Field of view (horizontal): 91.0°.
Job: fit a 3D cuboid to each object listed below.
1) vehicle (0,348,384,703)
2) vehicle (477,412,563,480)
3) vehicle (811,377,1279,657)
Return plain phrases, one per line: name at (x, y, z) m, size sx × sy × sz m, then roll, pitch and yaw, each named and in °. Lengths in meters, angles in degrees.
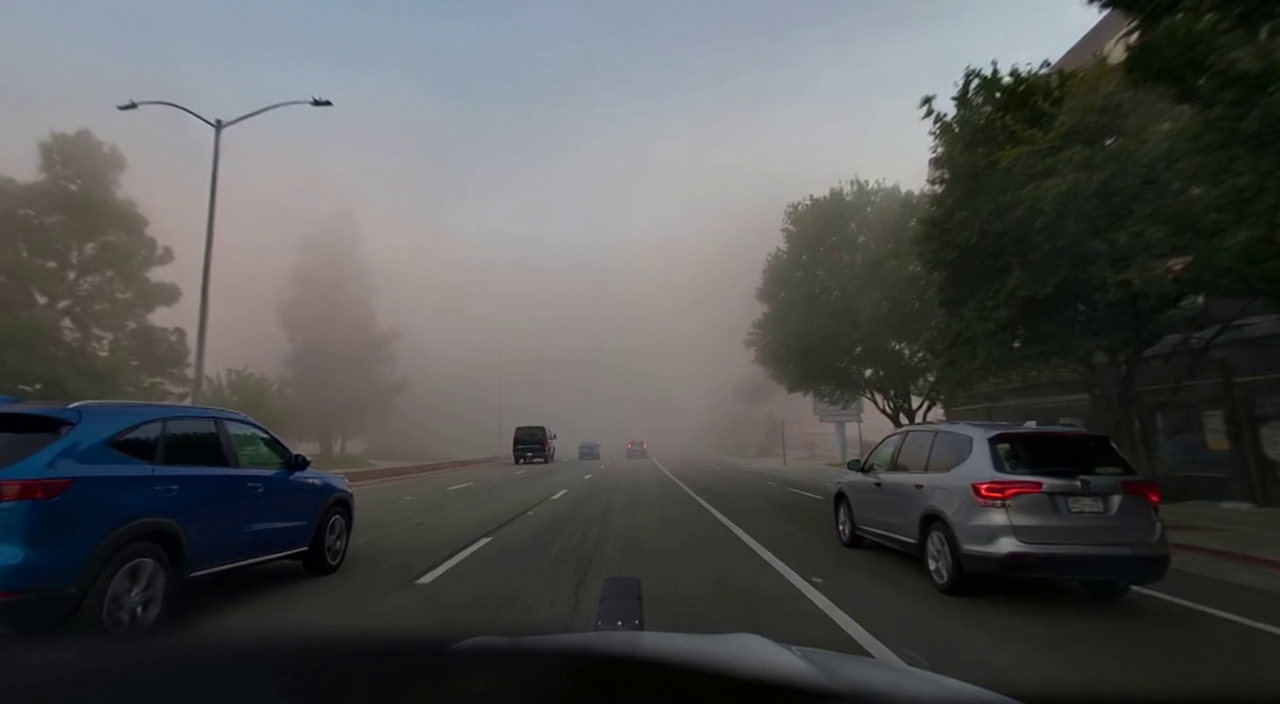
vehicle at (-3.998, 1.164, 5.049) m, size 2.038 × 1.748 × 4.303 m, roll 0°, pitch -9°, yaw 0°
vehicle at (-5.055, 4.142, 27.754) m, size 2.863 × 2.592 × 6.410 m, roll 1°, pitch -9°, yaw -3°
vehicle at (3.578, 1.423, 6.543) m, size 2.167 × 1.792 × 4.835 m, roll 0°, pitch -9°, yaw -1°
